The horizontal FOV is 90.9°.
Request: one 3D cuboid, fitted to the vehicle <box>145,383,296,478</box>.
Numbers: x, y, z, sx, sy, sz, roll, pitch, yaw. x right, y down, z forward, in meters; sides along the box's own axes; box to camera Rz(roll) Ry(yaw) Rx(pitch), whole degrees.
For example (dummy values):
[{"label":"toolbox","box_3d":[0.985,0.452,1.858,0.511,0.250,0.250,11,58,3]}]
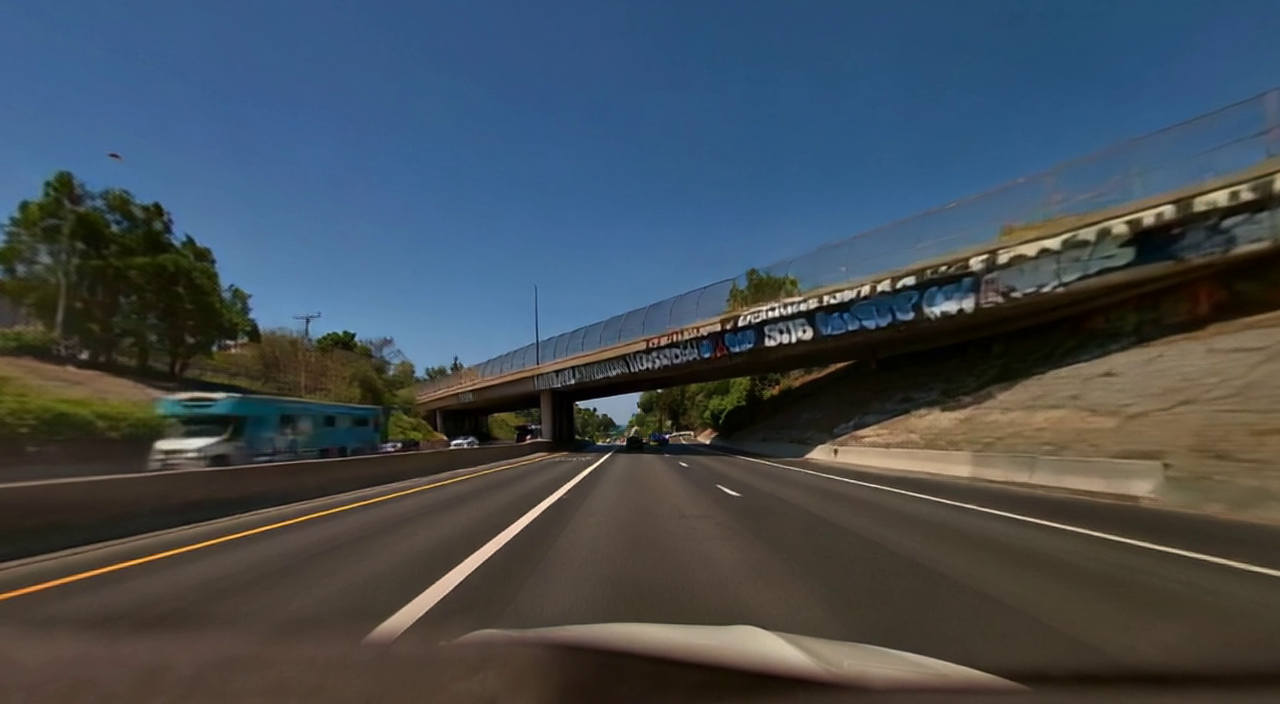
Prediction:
[{"label":"vehicle","box_3d":[-19.081,3.646,29.254,2.964,3.949,5.876,0,-8,-2]}]
